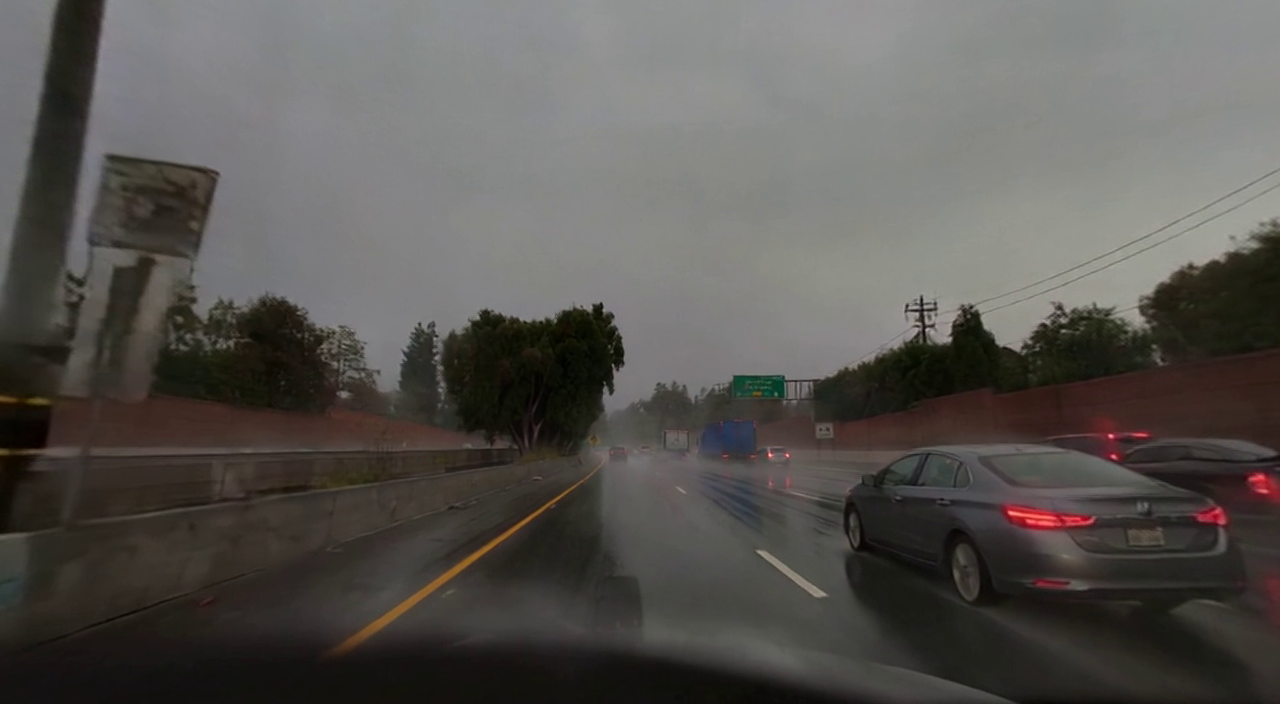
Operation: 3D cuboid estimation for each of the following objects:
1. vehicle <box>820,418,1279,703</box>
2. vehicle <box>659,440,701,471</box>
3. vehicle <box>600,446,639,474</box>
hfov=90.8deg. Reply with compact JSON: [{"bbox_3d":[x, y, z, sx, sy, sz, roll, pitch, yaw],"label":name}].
[{"bbox_3d":[3.052,1.346,4.925,1.922,1.465,4.165,0,-9,-2],"label":"vehicle"},{"bbox_3d":[2.494,6.589,40.489,2.114,1.849,4.692,0,-9,-3],"label":"vehicle"},{"bbox_3d":[-1.207,6.152,36.314,2.083,1.477,3.965,0,-9,-3],"label":"vehicle"}]
